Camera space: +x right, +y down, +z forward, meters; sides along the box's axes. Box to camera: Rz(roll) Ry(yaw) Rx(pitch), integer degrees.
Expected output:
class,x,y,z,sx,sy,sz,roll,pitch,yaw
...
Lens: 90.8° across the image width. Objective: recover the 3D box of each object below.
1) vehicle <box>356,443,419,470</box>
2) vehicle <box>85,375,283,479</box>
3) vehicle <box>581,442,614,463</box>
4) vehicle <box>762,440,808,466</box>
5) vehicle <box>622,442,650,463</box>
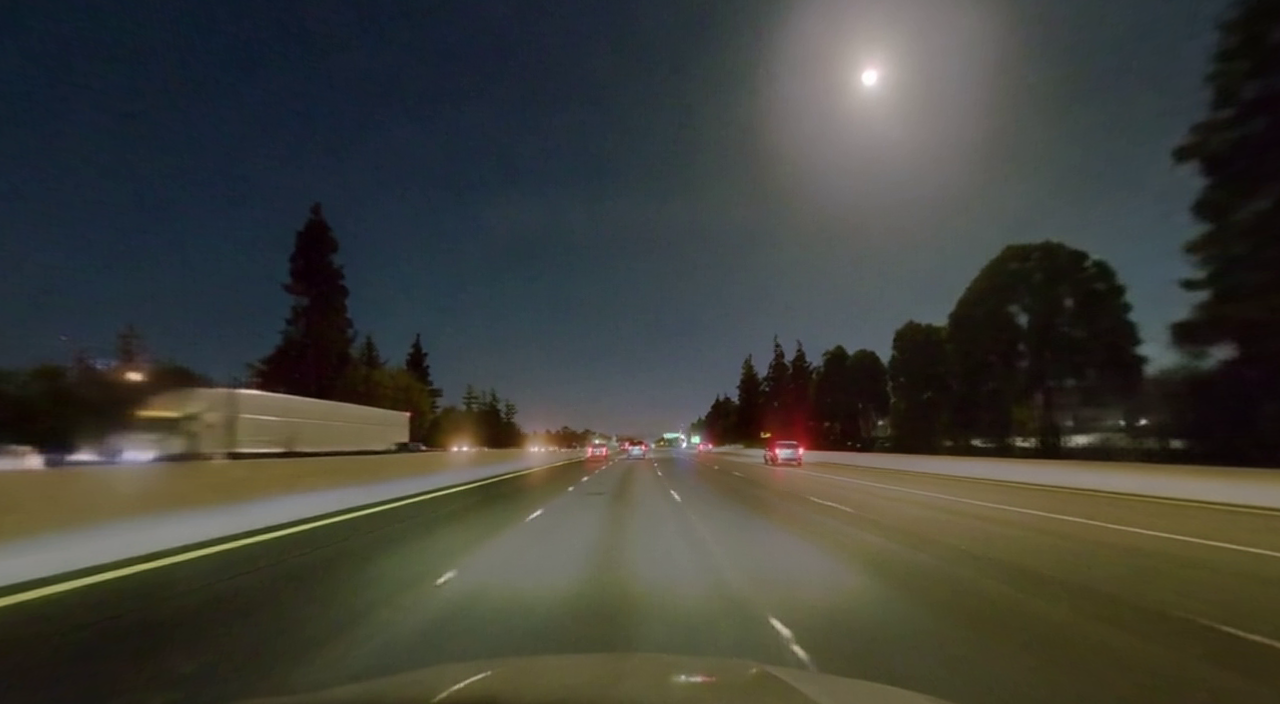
class,x,y,z,sx,sy,sz,roll,pitch,yaw
vehicle,-15.195,6.269,38.266,1.971,1.513,4.347,0,-8,1
vehicle,-19.428,3.358,27.656,3.488,3.967,6.591,0,-8,1
vehicle,-3.230,7.769,48.972,2.154,1.530,4.519,0,-8,1
vehicle,10.085,7.023,44.250,2.130,1.703,4.572,0,-8,0
vehicle,-0.280,7.592,47.945,1.977,1.513,3.546,0,-8,0
